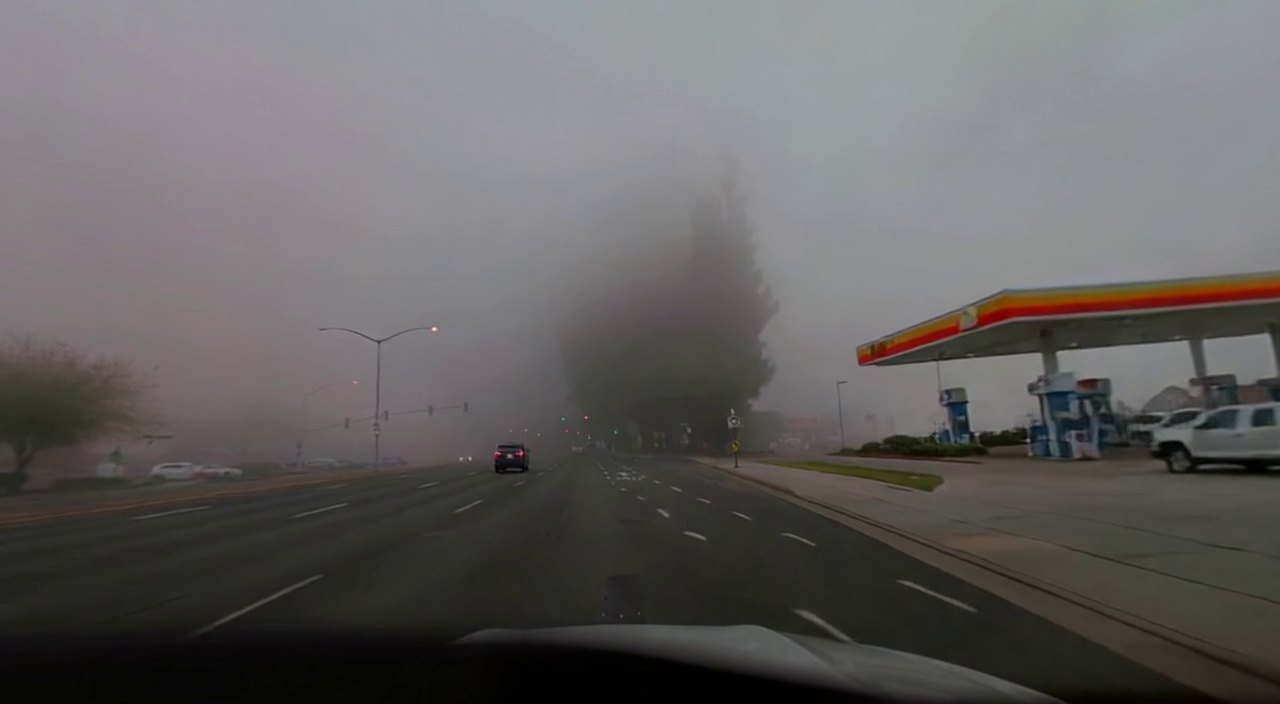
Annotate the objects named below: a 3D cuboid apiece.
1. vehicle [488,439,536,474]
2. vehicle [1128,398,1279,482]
[{"bbox_3d":[-6.998,5.755,34.954,1.985,1.772,4.479,0,-9,-3],"label":"vehicle"},{"bbox_3d":[13.934,2.014,14.456,3.991,1.756,1.827,0,-9,-3],"label":"vehicle"}]
